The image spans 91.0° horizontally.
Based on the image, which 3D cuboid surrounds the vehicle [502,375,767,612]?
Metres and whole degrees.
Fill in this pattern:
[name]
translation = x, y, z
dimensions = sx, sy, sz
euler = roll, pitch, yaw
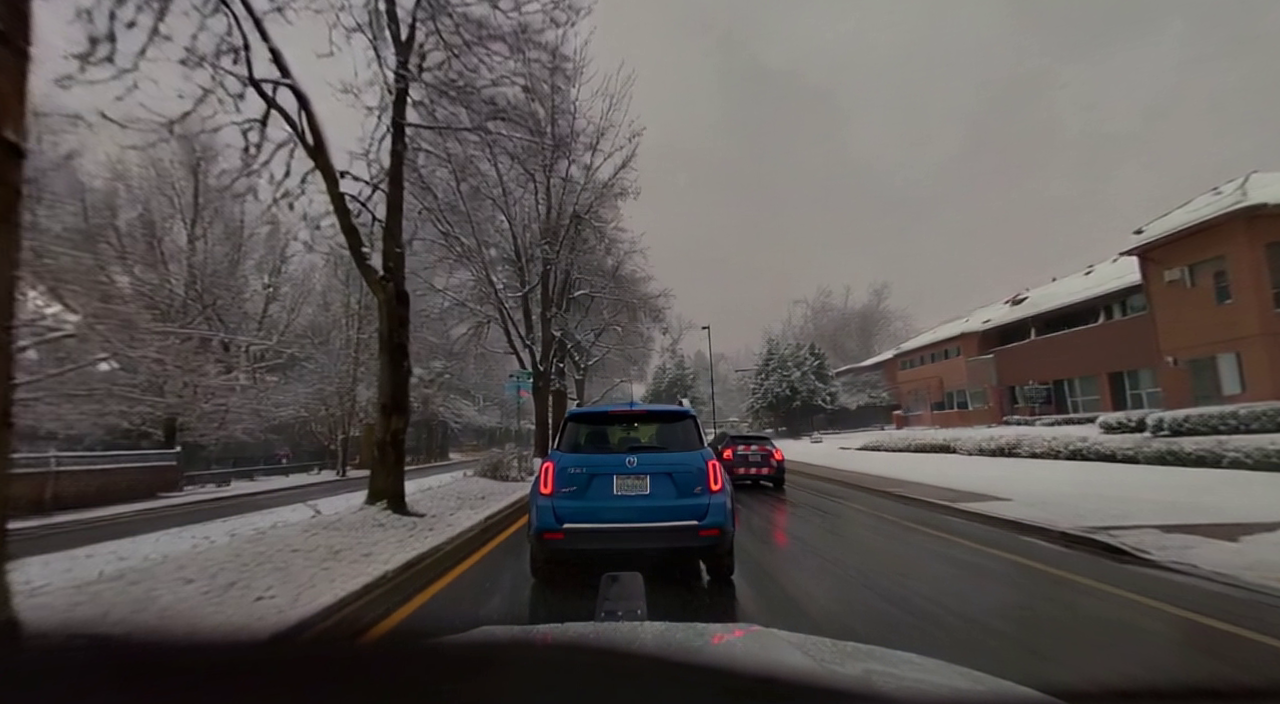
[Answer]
[vehicle]
translation = -0.075, 1.293, 6.405
dimensions = 1.984, 1.777, 3.148
euler = 0, -8, -1
